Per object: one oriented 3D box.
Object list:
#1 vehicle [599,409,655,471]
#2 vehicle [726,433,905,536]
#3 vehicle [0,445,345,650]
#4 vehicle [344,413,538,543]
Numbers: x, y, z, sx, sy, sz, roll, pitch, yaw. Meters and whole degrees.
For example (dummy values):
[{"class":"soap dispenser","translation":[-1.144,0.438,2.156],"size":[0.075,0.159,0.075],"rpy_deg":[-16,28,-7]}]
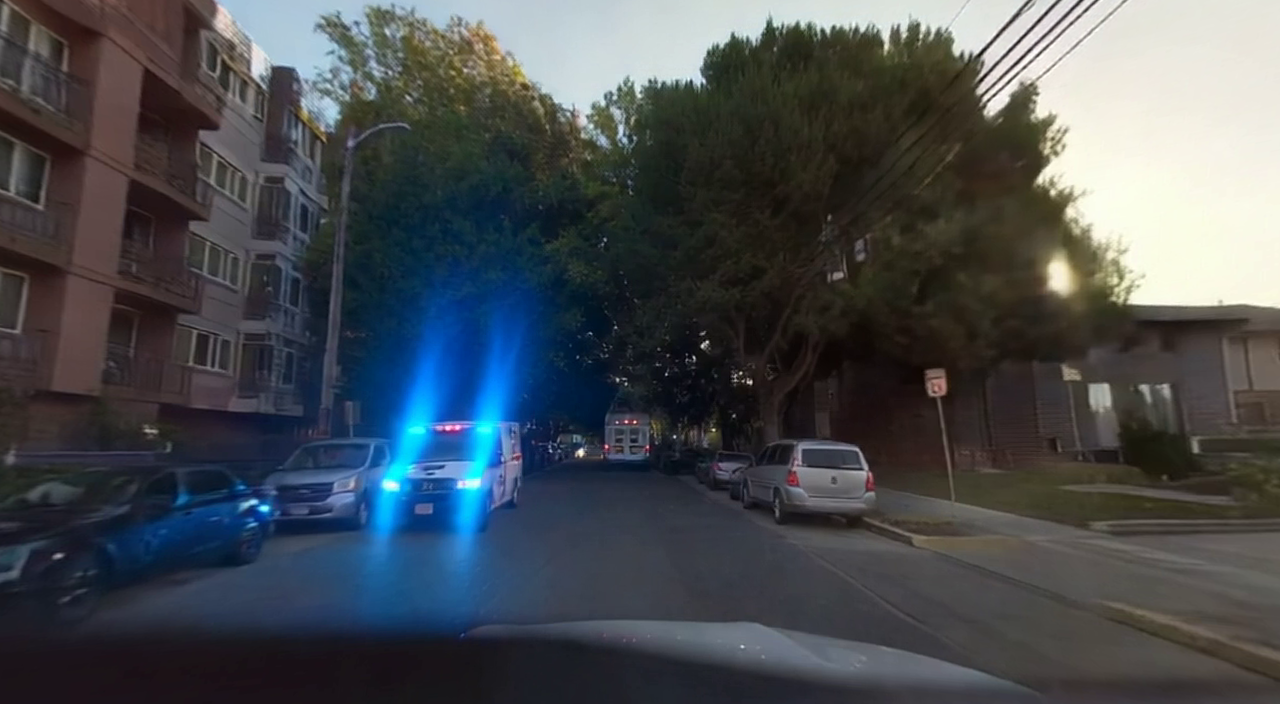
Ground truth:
[{"class":"vehicle","translation":[-0.792,4.873,34.810],"size":[2.754,3.008,7.730],"rpy_deg":[0,-8,-2]},{"class":"vehicle","translation":[3.103,2.428,12.260],"size":[2.035,1.549,4.373],"rpy_deg":[3,-9,-3]},{"class":"vehicle","translation":[-5.405,1.773,6.982],"size":[2.047,1.471,4.647],"rpy_deg":[0,-8,0]},{"class":"vehicle","translation":[-3.121,2.069,10.991],"size":[2.029,1.802,4.229],"rpy_deg":[0,-8,-1]}]
